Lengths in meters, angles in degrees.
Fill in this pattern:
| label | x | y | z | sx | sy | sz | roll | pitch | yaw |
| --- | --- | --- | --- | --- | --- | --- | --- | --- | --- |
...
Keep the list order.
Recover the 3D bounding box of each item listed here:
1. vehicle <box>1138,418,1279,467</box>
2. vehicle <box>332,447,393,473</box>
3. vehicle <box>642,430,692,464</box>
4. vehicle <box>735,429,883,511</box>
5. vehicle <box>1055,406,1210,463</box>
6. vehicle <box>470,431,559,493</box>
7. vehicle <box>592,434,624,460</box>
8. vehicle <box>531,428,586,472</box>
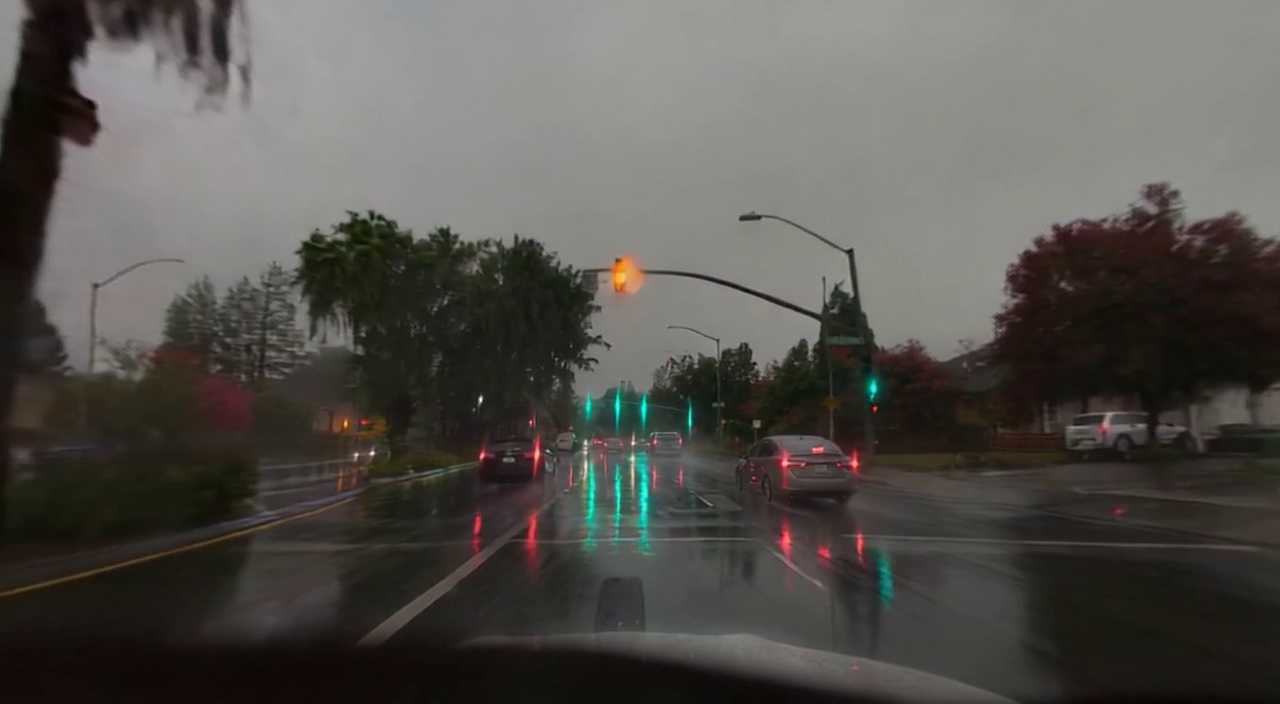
| label | x | y | z | sx | sy | sz | roll | pitch | yaw |
| --- | --- | --- | --- | --- | --- | --- | --- | --- | --- |
| vehicle | 19.635 | 3.072 | 21.605 | 4.372 | 1.425 | 1.833 | 0 | -8 | -18 |
| vehicle | -16.625 | 6.454 | 38.099 | 2.004 | 1.465 | 4.300 | 0 | -8 | -4 |
| vehicle | 1.608 | 6.042 | 40.298 | 2.391 | 1.960 | 5.600 | 1 | -8 | -5 |
| vehicle | 3.419 | 2.467 | 13.687 | 1.870 | 1.491 | 4.009 | 0 | -8 | -3 |
| vehicle | 19.418 | 3.267 | 24.943 | 5.335 | 2.053 | 2.123 | 3 | -9 | -20 |
| vehicle | -3.547 | 3.175 | 18.606 | 1.922 | 1.577 | 4.140 | 0 | -8 | -2 |
| vehicle | -2.462 | 7.269 | 48.172 | 2.164 | 1.867 | 4.254 | 1 | -8 | -6 |
| vehicle | -3.868 | 4.819 | 31.214 | 2.354 | 1.948 | 6.355 | 0 | -8 | -4 |
